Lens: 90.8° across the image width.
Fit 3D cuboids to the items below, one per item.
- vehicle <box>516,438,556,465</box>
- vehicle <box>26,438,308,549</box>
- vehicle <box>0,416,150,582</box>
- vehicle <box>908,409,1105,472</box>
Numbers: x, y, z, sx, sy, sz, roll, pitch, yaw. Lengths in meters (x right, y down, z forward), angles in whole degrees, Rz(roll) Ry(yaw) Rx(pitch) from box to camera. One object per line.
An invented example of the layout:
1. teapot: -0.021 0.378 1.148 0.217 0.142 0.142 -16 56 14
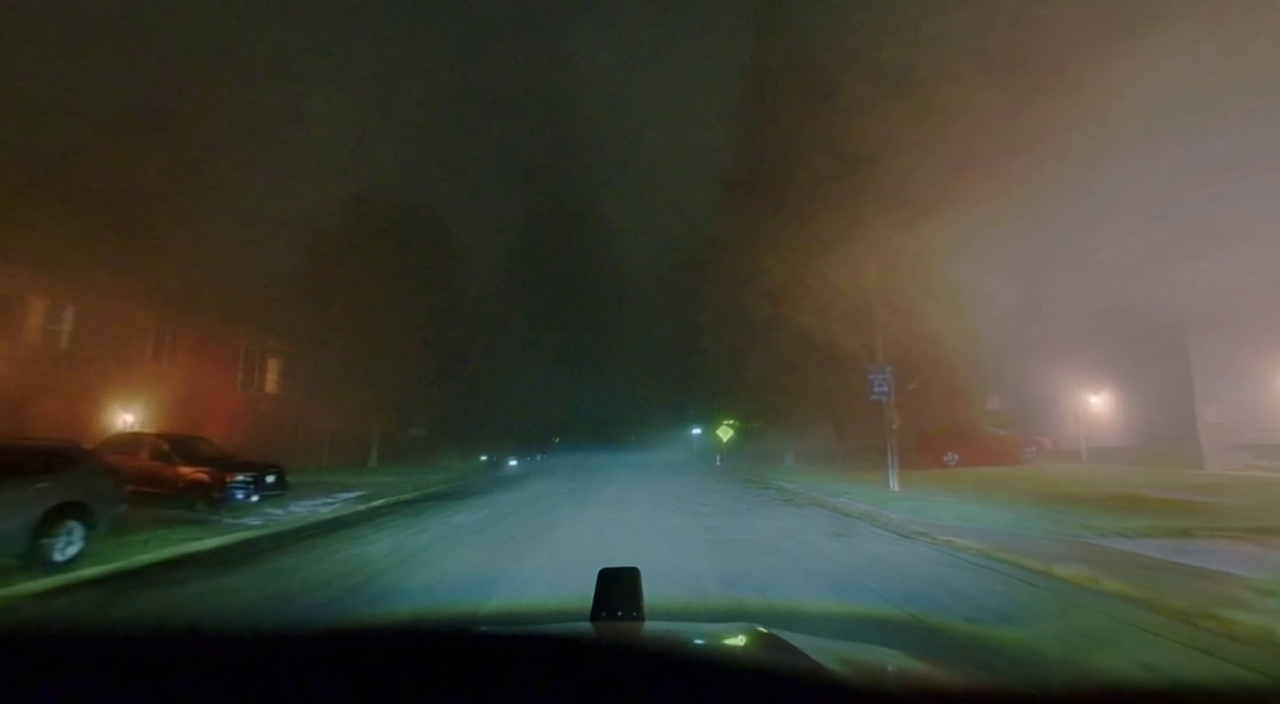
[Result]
1. vehicle: -7.934 7.680 48.622 2.091 1.912 4.598 0 -10 2
2. vehicle: -8.524 2.522 12.081 2.074 1.616 4.440 -2 -8 -2
3. vehicle: -8.363 1.598 6.684 2.352 1.843 4.979 -1 -10 0
4. vehicle: 12.188 2.964 21.234 5.367 1.953 2.257 1 -8 -9
